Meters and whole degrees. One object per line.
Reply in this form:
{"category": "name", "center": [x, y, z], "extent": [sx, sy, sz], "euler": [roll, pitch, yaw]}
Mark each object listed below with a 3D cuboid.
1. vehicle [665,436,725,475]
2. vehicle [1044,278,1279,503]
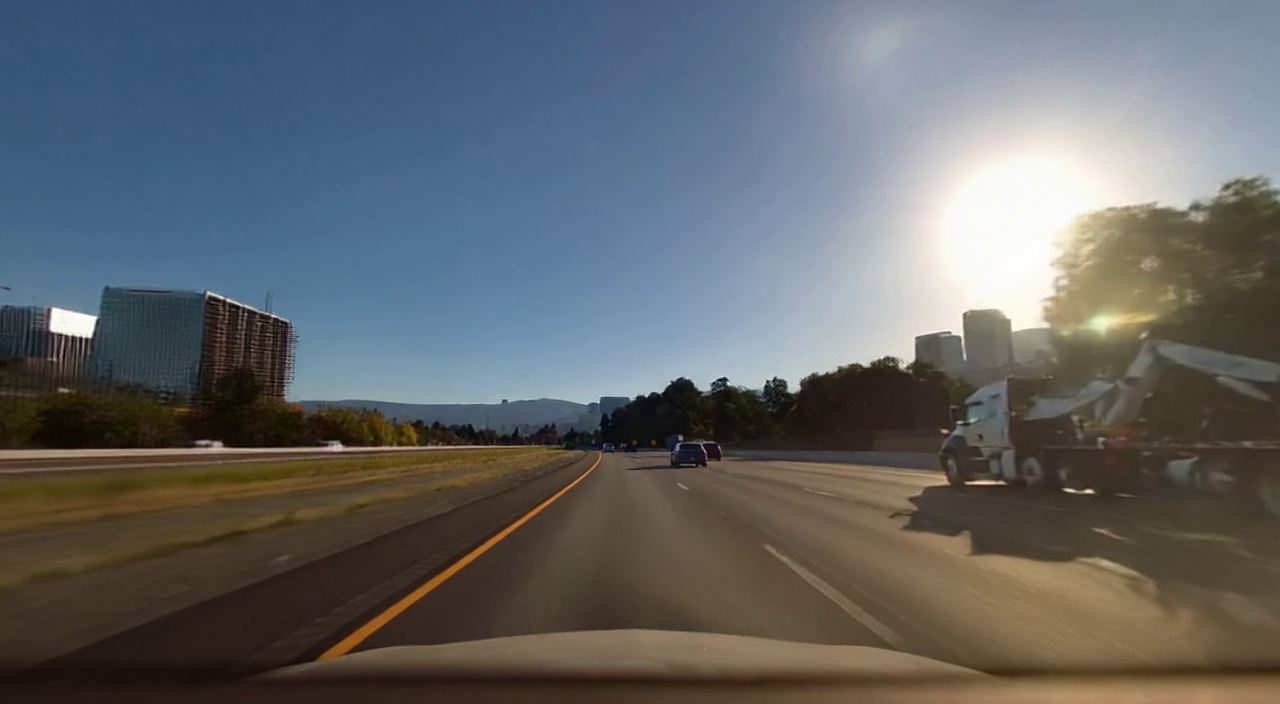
{"category": "vehicle", "center": [2.541, 4.952, 30.518], "extent": [2.305, 1.729, 4.526], "euler": [0, -8, -3]}
{"category": "vehicle", "center": [14.488, 0.610, 11.771], "extent": [3.968, 4.321, 14.566], "euler": [-2, -8, -1]}
